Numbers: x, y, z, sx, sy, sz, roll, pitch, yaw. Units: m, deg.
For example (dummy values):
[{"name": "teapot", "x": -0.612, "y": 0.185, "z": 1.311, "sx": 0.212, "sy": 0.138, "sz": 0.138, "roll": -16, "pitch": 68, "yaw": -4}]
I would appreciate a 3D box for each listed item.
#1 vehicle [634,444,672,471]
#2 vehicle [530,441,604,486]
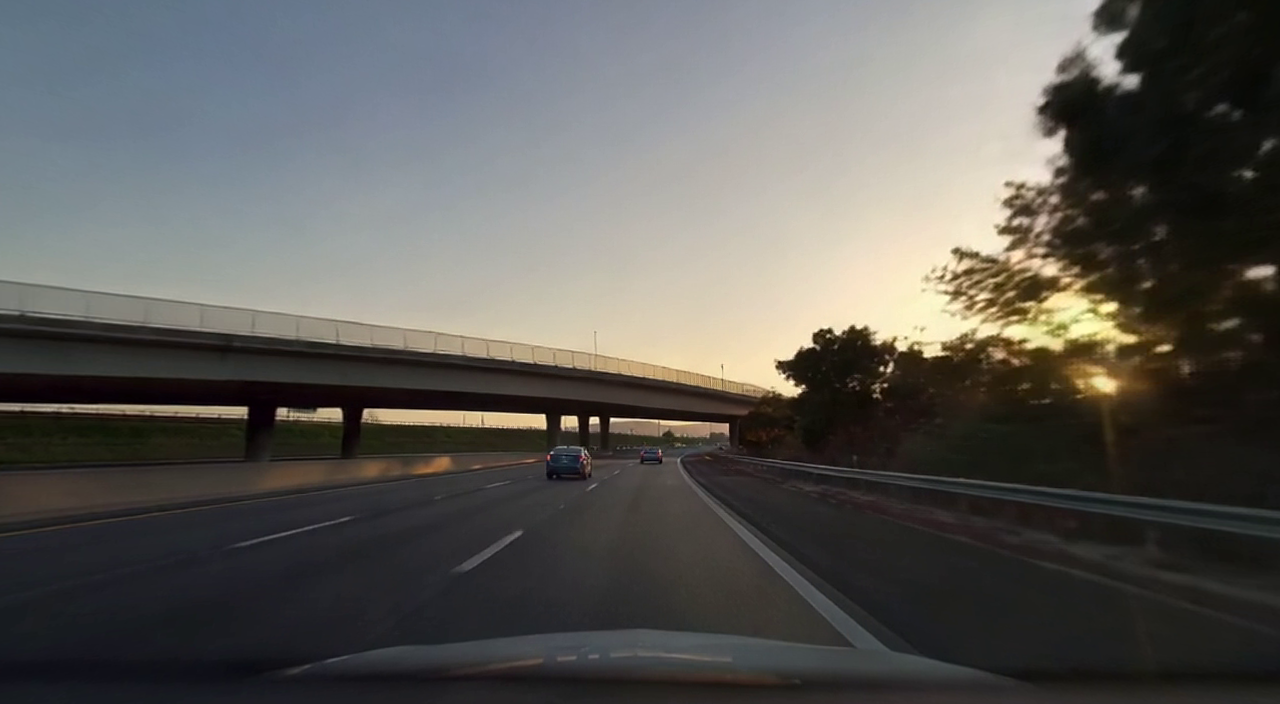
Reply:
[{"name": "vehicle", "x": 0.775, "y": 6.269, "z": 37.614, "sx": 2.129, "sy": 1.502, "sz": 4.321, "roll": 0, "pitch": -9, "yaw": 1}, {"name": "vehicle", "x": -2.693, "y": 4.242, "z": 24.288, "sx": 2.129, "sy": 1.563, "sz": 4.387, "roll": 0, "pitch": -9, "yaw": 2}]
